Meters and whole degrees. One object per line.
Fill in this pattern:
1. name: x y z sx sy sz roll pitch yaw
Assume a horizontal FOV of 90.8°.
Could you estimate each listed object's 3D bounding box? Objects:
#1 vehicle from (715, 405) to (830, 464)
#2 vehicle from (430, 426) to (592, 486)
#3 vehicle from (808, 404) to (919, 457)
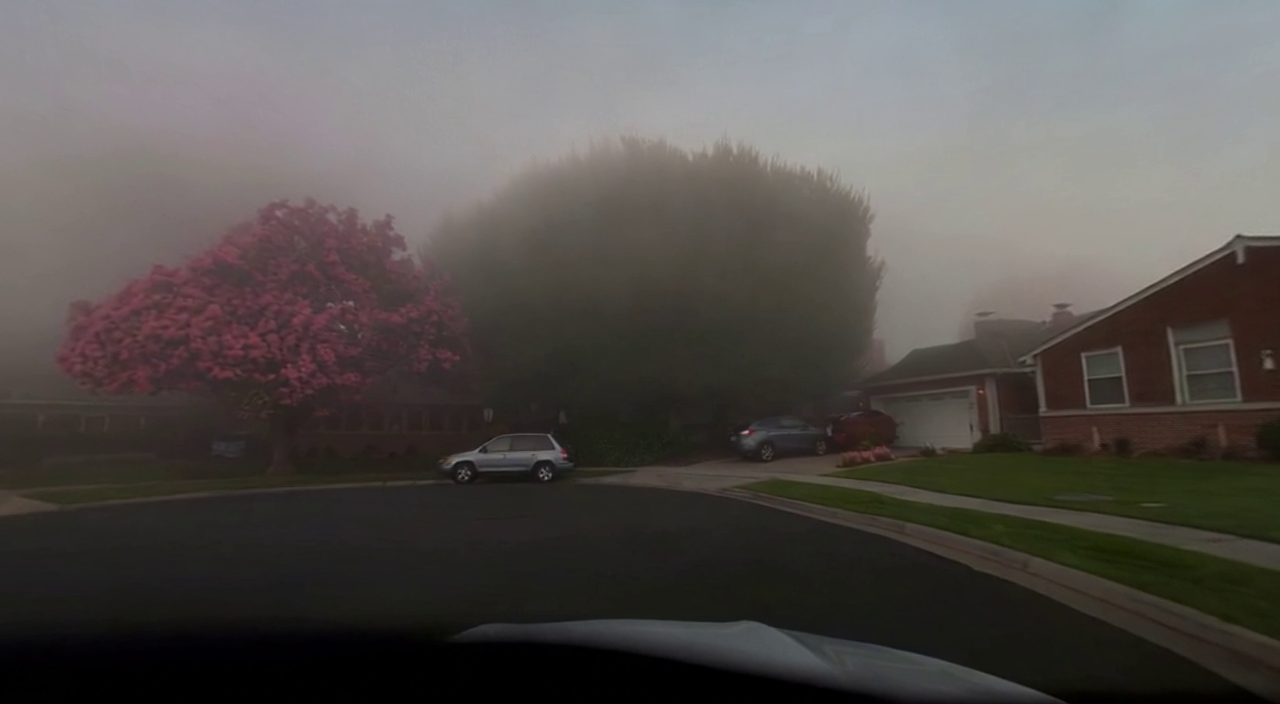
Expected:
1. vehicle: 5.174 3.111 24.284 2.310 1.701 4.280 -7 -4 42
2. vehicle: -4.221 3.449 21.132 4.815 1.827 2.147 -2 -9 11
3. vehicle: 8.466 2.996 23.704 2.152 1.773 4.495 -8 -12 44
